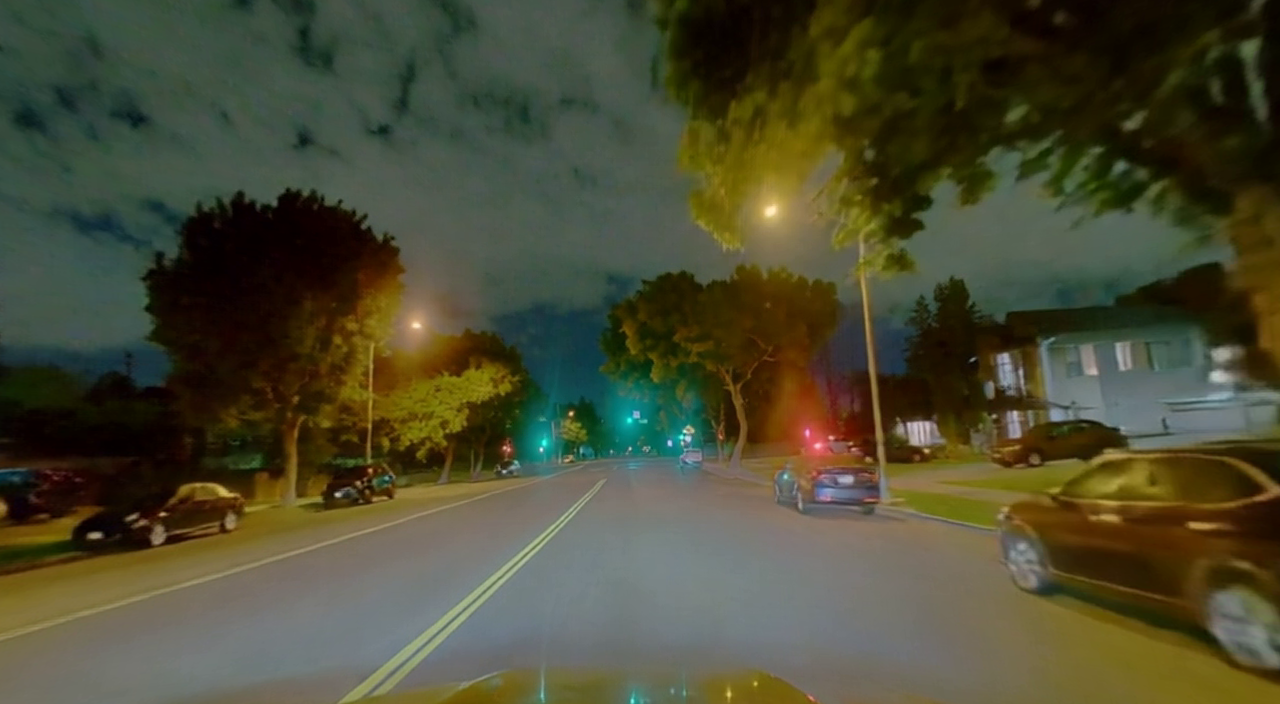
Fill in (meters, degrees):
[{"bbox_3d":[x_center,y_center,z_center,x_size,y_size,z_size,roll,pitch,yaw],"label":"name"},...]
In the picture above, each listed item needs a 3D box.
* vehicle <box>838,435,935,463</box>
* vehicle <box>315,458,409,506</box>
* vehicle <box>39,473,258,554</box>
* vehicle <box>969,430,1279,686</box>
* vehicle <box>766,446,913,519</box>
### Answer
[{"bbox_3d":[13.420,5.317,34.573,4.564,1.437,1.796,-1,-9,0],"label":"vehicle"},{"bbox_3d":[-11.445,5.355,26.365,1.977,1.753,4.278,-1,-9,0],"label":"vehicle"},{"bbox_3d":[-11.394,3.736,15.113,1.867,1.471,4.139,-1,-9,1],"label":"vehicle"},{"bbox_3d":[4.680,1.360,4.791,2.010,1.461,4.247,0,-9,-1],"label":"vehicle"},{"bbox_3d":[4.514,3.011,15.074,2.063,1.444,4.217,0,-9,-1],"label":"vehicle"}]
